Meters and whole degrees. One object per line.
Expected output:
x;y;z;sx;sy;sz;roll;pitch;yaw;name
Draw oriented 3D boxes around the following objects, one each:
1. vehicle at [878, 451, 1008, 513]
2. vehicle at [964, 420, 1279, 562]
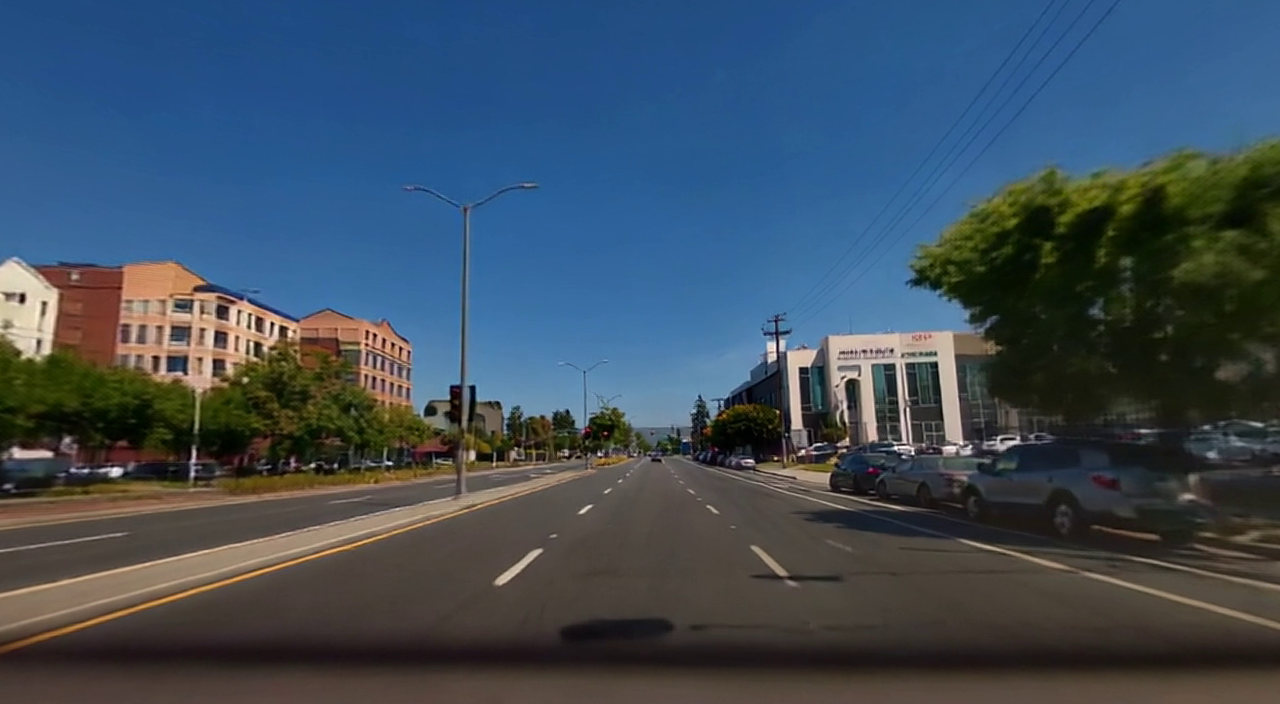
8.124;3.496;17.414;1.714;1.439;4.020;-1;-8;2;vehicle
7.820;2.185;10.731;2.152;1.869;4.476;0;-8;-1;vehicle
